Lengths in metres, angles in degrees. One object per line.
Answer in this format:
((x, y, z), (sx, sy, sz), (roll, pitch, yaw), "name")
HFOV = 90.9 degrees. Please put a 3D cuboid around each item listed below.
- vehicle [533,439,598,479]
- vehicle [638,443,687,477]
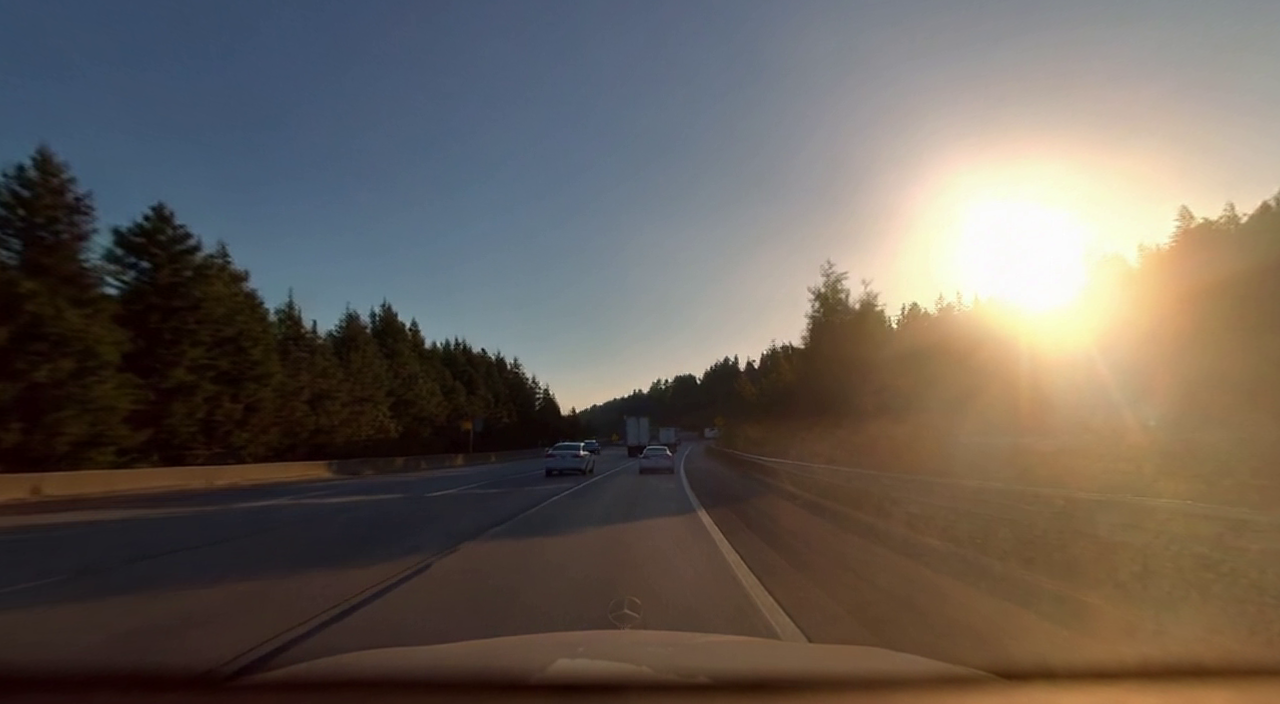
((-3.026, 4.488, 26.684), (1.916, 1.486, 4.631), (0, -9, 4), "vehicle")
((0.988, 4.676, 27.601), (1.984, 1.365, 3.767), (0, -9, 2), "vehicle")
